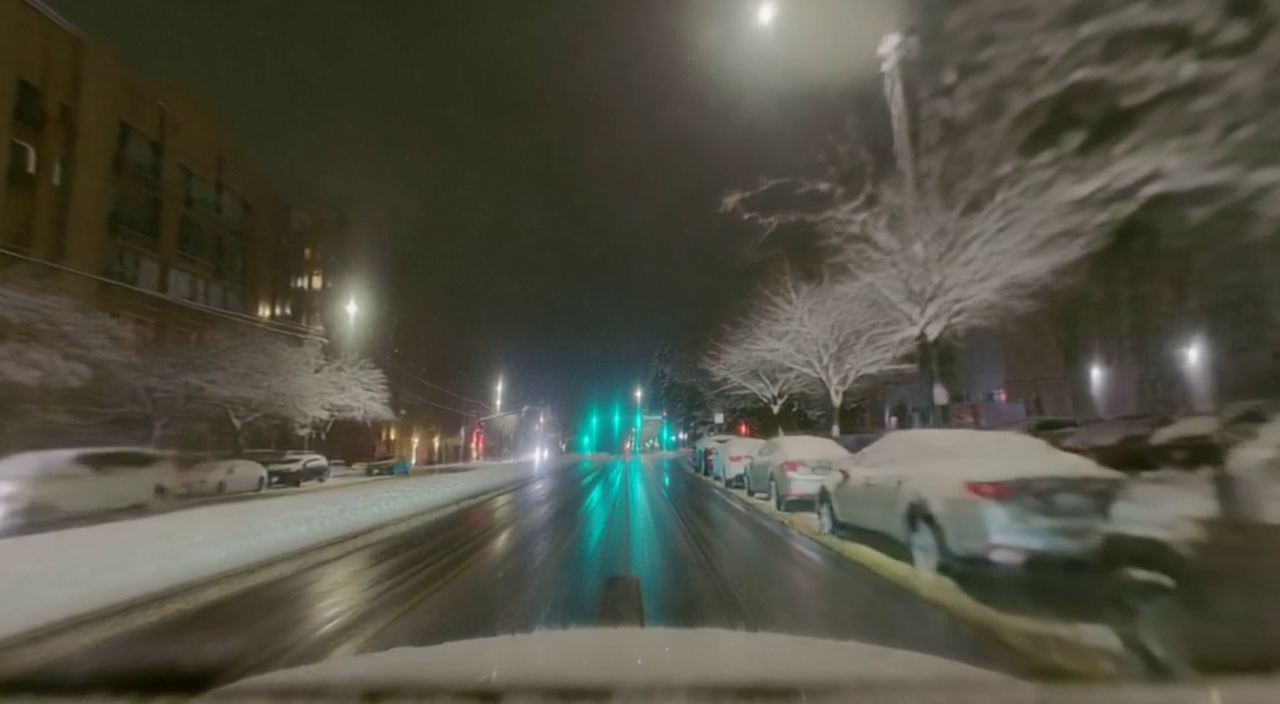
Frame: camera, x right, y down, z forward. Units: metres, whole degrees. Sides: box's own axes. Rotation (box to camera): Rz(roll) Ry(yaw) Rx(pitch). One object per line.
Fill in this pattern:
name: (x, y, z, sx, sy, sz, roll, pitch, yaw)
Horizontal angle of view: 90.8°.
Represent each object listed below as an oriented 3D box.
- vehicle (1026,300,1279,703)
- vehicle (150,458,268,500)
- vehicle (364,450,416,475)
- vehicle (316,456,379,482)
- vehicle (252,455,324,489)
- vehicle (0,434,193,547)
vehicle: (3.356, 0.557, 1.101, 1.906, 1.857, 5.454, 0, -8, 0)
vehicle: (-18.095, 5.315, 26.828, 1.958, 1.534, 4.428, 0, -8, -1)
vehicle: (-18.446, 8.157, 46.904, 1.796, 1.712, 5.268, 0, -8, -1)
vehicle: (-18.392, 7.335, 39.930, 1.900, 1.427, 4.398, 0, -8, 0)
vehicle: (-18.186, 6.181, 32.835, 1.760, 1.566, 3.664, 0, -8, -3)
vehicle: (-11.118, 2.430, 11.648, 2.127, 1.752, 4.889, 0, -8, 0)
